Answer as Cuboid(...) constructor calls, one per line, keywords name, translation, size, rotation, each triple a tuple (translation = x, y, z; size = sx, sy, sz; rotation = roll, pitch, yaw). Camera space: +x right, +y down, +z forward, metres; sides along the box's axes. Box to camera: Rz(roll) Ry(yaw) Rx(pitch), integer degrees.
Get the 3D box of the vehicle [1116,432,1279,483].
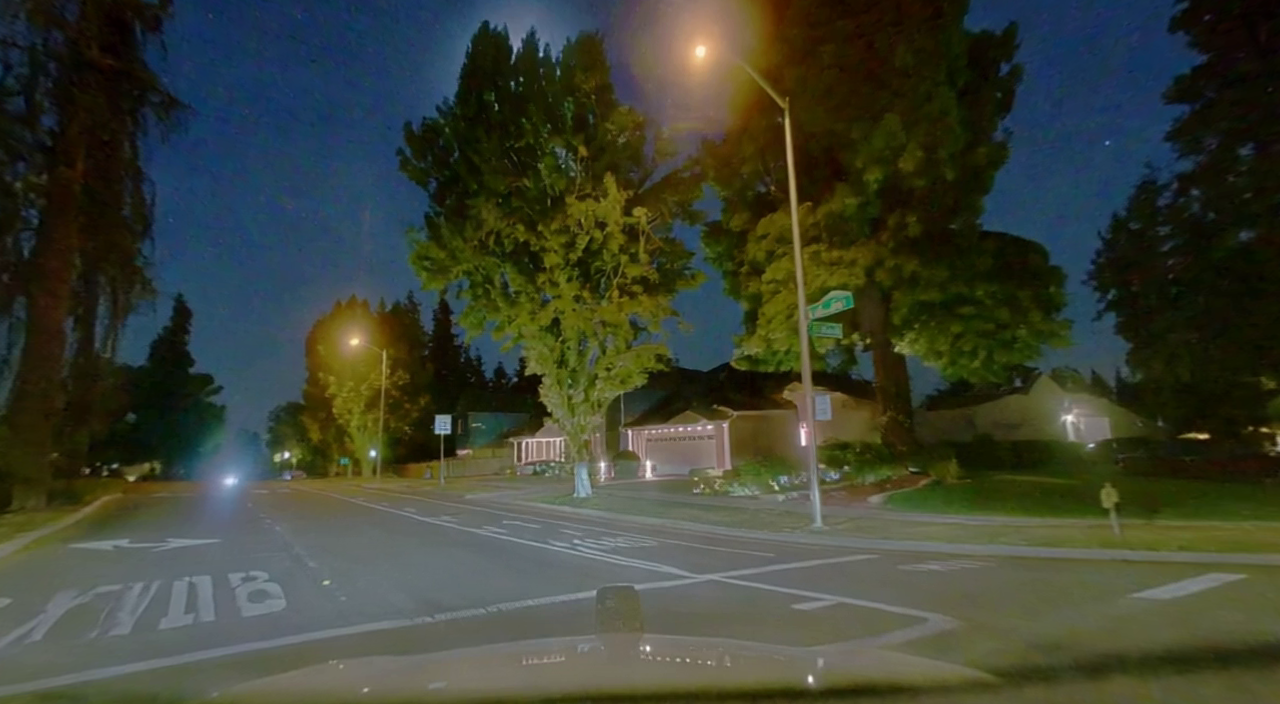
Cuboid(name="vehicle", translation=(18.672, 3.360, 20.338), size=(1.835, 1.491, 4.866), rotation=(5, -10, -32))
